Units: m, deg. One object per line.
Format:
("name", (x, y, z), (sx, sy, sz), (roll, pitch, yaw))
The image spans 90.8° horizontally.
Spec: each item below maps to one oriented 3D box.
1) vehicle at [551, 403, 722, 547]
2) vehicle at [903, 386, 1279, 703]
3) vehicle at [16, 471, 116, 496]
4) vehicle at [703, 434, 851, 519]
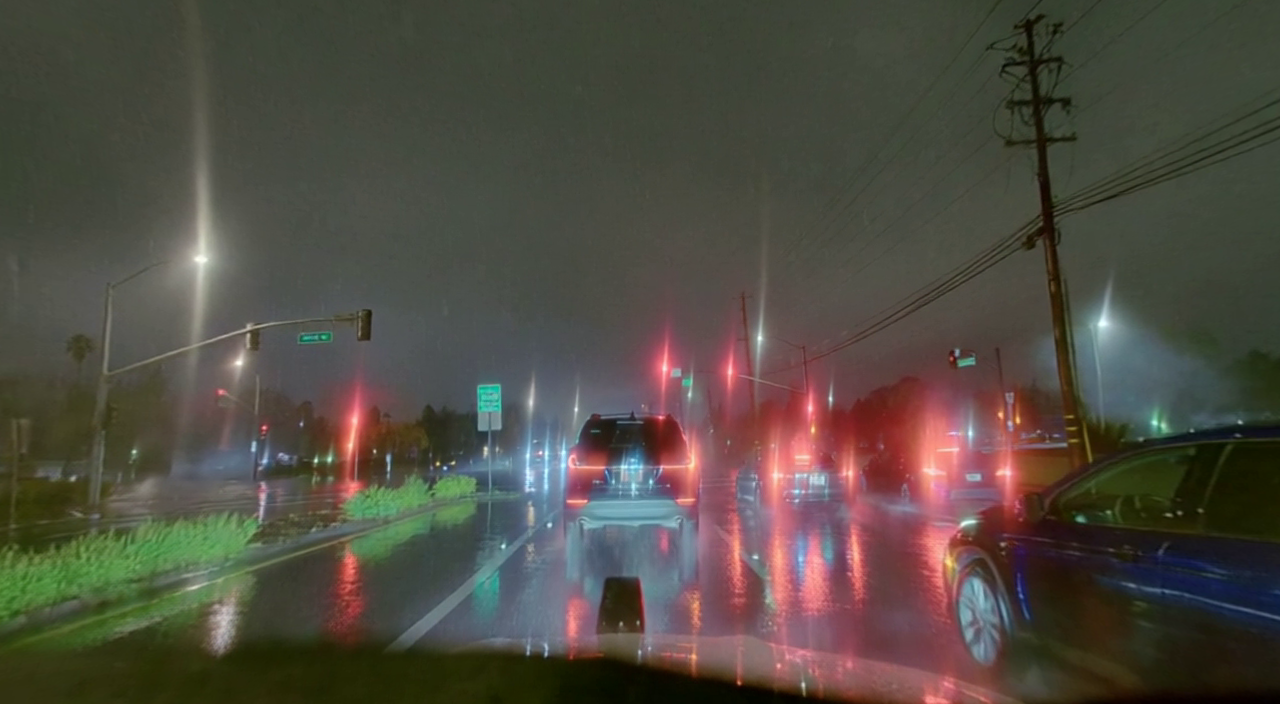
("vehicle", (-0.121, 1.973, 10.774), (2.236, 1.856, 4.816), (0, -9, -2))
("vehicle", (2.730, 0.853, 1.887), (2.004, 1.460, 4.297), (0, -9, 0))
("vehicle", (-38.344, 8.786, 42.315), (4.569, 1.505, 1.992), (0, -9, -5))
("vehicle", (2.656, 2.541, 13.444), (2.025, 1.477, 4.333), (0, -9, -2))
